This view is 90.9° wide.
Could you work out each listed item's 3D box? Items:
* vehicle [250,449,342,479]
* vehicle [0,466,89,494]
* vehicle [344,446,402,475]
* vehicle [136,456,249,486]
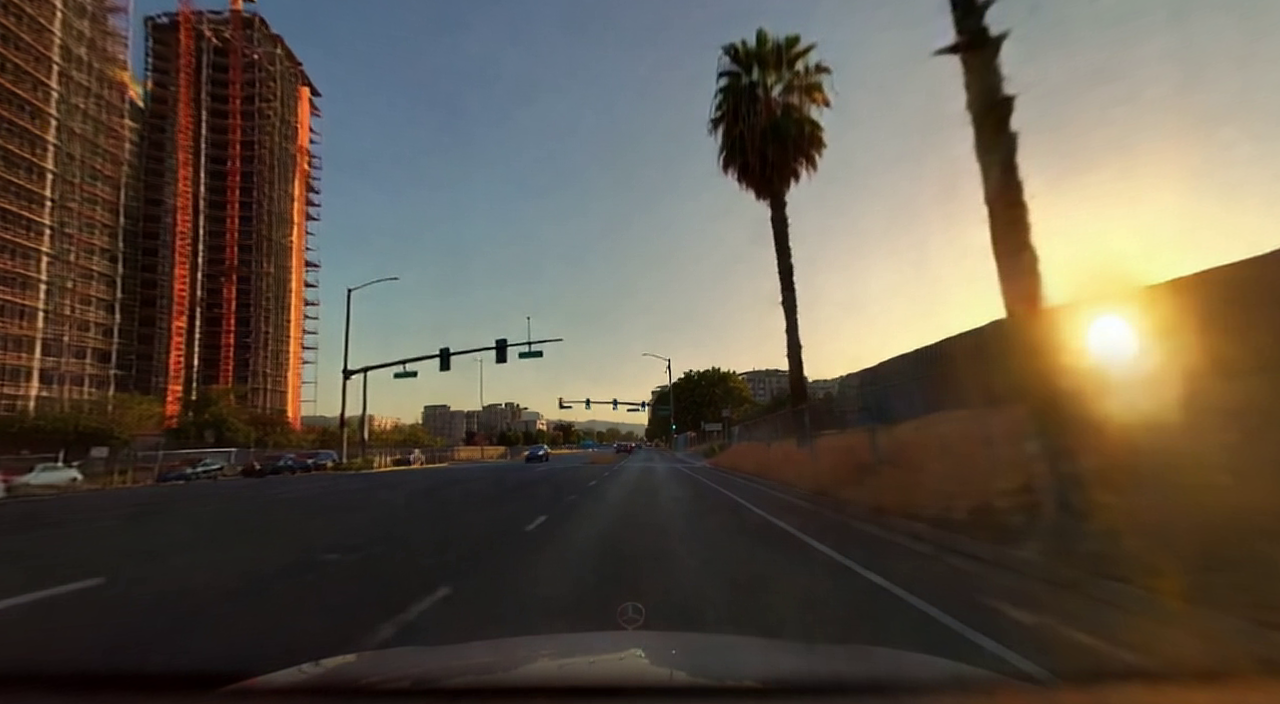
[{"bbox_3d":[-21.134,6.885,38.951,2.050,1.686,4.593,-4,-9,25],"label":"vehicle"},{"bbox_3d":[-30.224,6.311,31.118,4.101,1.243,1.698,4,-9,-23],"label":"vehicle"},{"bbox_3d":[-19.279,7.810,45.785,2.105,1.805,4.641,-3,-8,2],"label":"vehicle"},{"bbox_3d":[-24.503,6.485,34.632,1.790,1.484,4.651,-7,-11,40],"label":"vehicle"}]
